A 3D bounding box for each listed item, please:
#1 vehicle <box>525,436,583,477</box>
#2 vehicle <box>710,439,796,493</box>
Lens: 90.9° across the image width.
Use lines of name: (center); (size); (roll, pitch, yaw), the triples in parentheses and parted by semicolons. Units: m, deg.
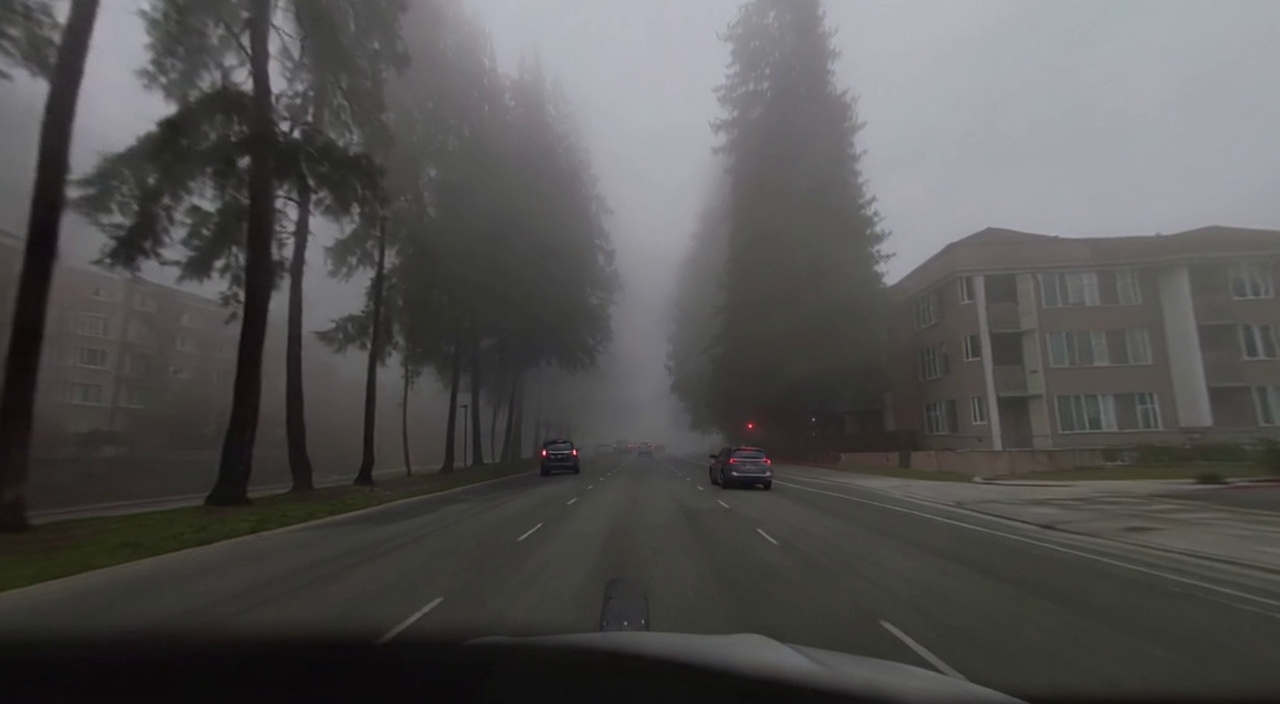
vehicle: (-4.058, 5.026, 30.548); (2.216, 1.828, 4.886); (0, -8, -1)
vehicle: (3.462, 3.578, 20.146); (1.945, 1.530, 4.320); (0, -8, 0)
